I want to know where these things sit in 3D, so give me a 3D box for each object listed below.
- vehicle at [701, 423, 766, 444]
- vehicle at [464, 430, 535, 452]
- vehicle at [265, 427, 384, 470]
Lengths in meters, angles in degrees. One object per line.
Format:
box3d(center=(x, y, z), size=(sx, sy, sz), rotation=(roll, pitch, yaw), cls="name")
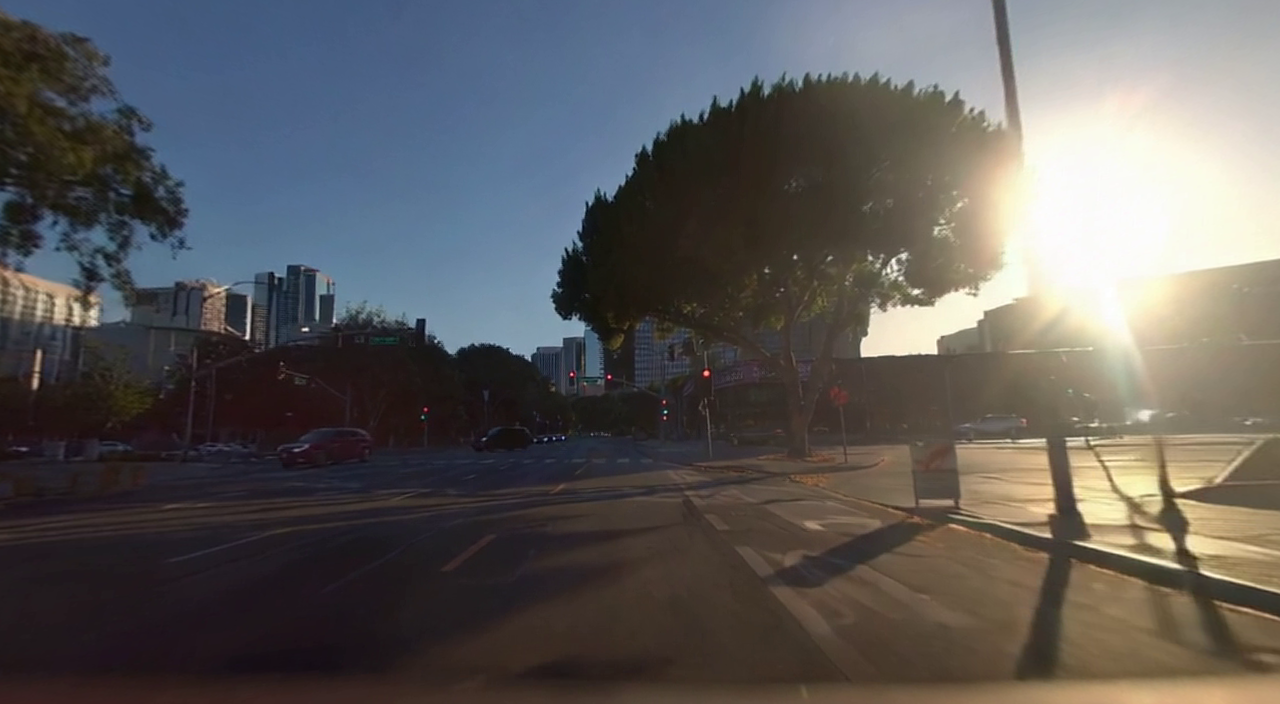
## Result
box3d(center=(7.260, 6.354, 49.105), size=(4.572, 1.599, 1.938), rotation=(2, -8, -14), cls="vehicle")
box3d(center=(-9.904, 6.321, 44.850), size=(1.912, 1.500, 4.577), rotation=(-8, -11, 43), cls="vehicle")
box3d(center=(-12.852, 3.955, 26.117), size=(2.111, 1.598, 4.359), rotation=(-2, -8, 11), cls="vehicle")
